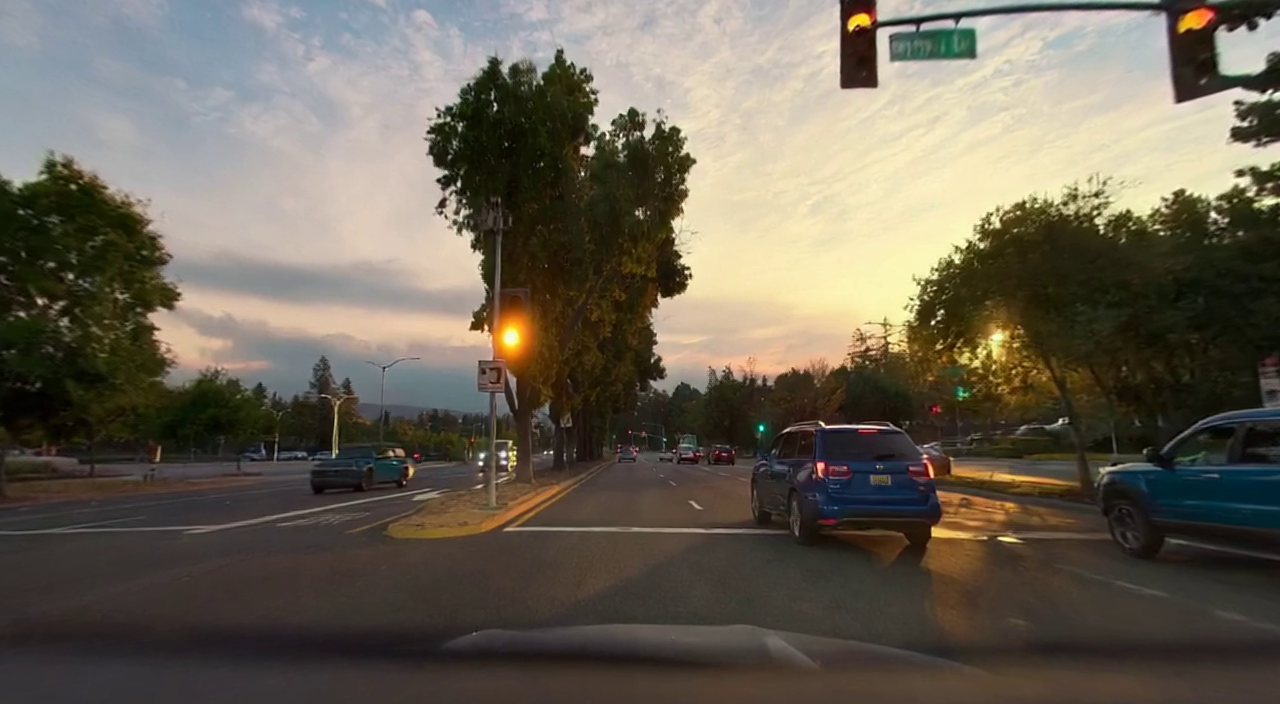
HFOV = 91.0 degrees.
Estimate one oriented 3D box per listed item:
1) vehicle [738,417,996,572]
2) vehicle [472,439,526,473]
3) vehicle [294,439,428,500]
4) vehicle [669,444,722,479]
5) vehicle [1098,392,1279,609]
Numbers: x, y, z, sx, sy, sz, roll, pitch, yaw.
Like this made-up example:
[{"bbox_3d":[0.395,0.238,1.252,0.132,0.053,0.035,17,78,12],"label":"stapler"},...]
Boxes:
[{"bbox_3d":[2.847,1.885,9.108,2.075,1.698,4.142,0,-8,-1],"label":"vehicle"},{"bbox_3d":[-9.185,6.805,41.557,2.215,2.062,5.360,0,-8,1],"label":"vehicle"},{"bbox_3d":[-8.750,3.696,20.288,2.115,1.711,4.602,0,-8,1],"label":"vehicle"},{"bbox_3d":[2.512,5.096,29.612,1.980,1.484,4.093,0,-8,-2],"label":"vehicle"},{"bbox_3d":[6.492,1.200,4.964,2.153,1.811,4.595,0,-8,-2],"label":"vehicle"}]
